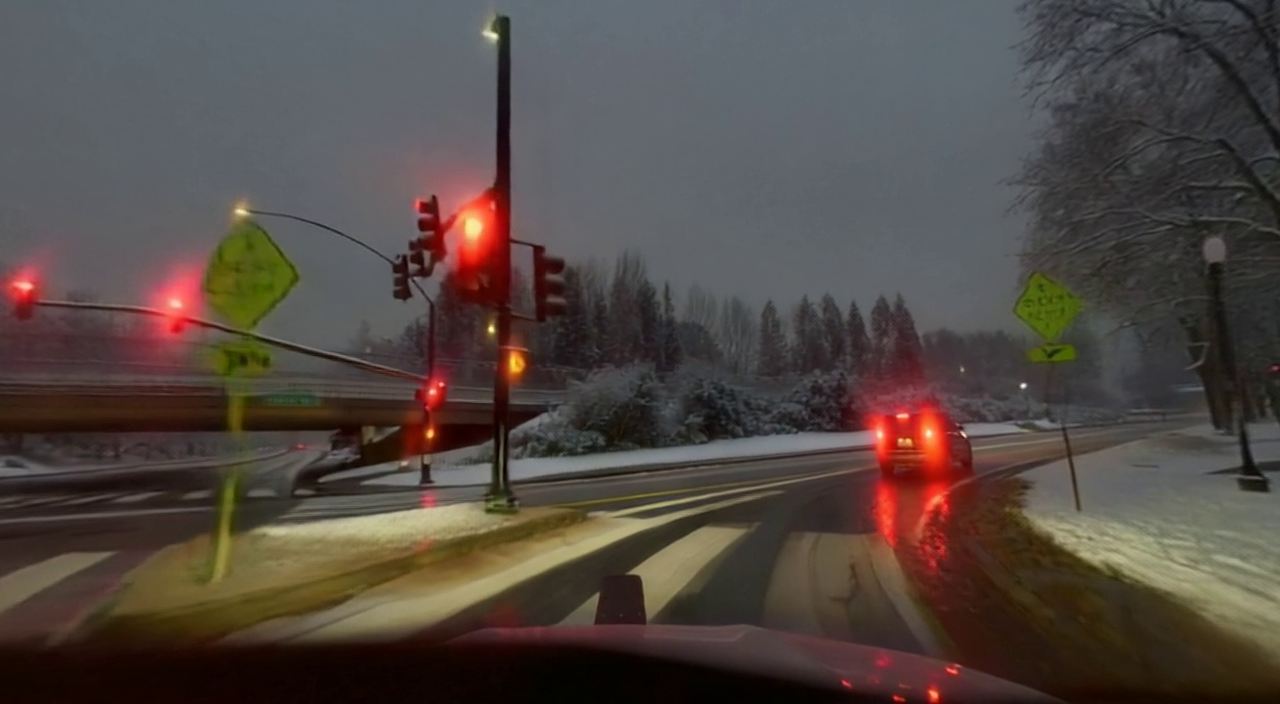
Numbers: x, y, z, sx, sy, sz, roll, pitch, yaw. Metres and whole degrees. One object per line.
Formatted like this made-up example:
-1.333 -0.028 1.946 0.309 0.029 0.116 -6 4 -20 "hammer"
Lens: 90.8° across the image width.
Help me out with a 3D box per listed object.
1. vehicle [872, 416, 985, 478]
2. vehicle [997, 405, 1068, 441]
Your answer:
8.644 2.804 18.749 1.908 1.622 4.166 -7 -11 39 "vehicle"
23.606 4.326 37.913 5.144 1.954 2.122 7 -11 -42 "vehicle"
